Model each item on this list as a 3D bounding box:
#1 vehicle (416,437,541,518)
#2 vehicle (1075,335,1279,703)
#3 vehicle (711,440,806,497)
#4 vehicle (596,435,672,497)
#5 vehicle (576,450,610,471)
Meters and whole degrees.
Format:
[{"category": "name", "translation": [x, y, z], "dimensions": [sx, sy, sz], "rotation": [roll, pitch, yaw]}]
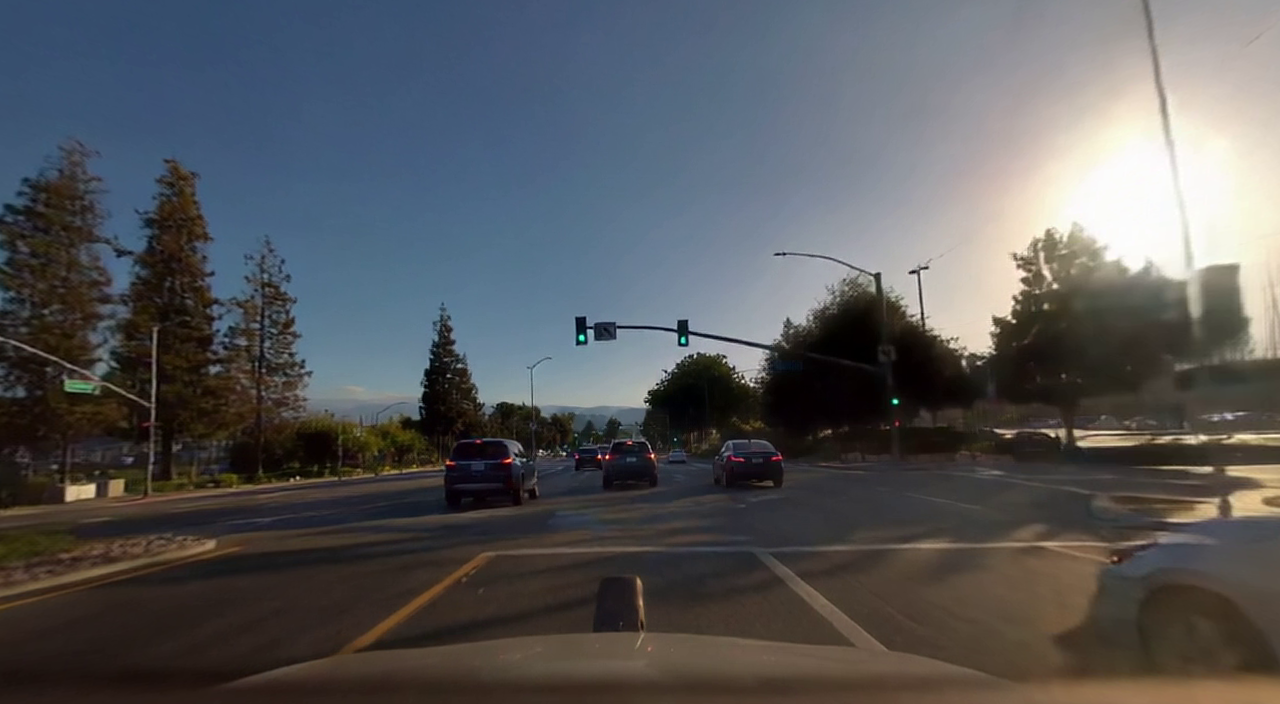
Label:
[{"category": "vehicle", "translation": [-3.578, 2.836, 14.821], "dimensions": [1.823, 1.602, 4.061], "rotation": [-1, -8, 1]}, {"category": "vehicle", "translation": [3.250, 0.554, 0.758], "dimensions": [2.069, 1.644, 4.714], "rotation": [0, -8, 0]}, {"category": "vehicle", "translation": [3.464, 3.486, 19.305], "dimensions": [2.068, 1.541, 4.041], "rotation": [0, -8, -1]}, {"category": "vehicle", "translation": [-0.164, 3.552, 20.109], "dimensions": [2.150, 1.725, 4.096], "rotation": [0, -8, 0]}, {"category": "vehicle", "translation": [-3.511, 8.168, 47.764], "dimensions": [2.163, 1.488, 4.511], "rotation": [-1, -8, 1]}]
